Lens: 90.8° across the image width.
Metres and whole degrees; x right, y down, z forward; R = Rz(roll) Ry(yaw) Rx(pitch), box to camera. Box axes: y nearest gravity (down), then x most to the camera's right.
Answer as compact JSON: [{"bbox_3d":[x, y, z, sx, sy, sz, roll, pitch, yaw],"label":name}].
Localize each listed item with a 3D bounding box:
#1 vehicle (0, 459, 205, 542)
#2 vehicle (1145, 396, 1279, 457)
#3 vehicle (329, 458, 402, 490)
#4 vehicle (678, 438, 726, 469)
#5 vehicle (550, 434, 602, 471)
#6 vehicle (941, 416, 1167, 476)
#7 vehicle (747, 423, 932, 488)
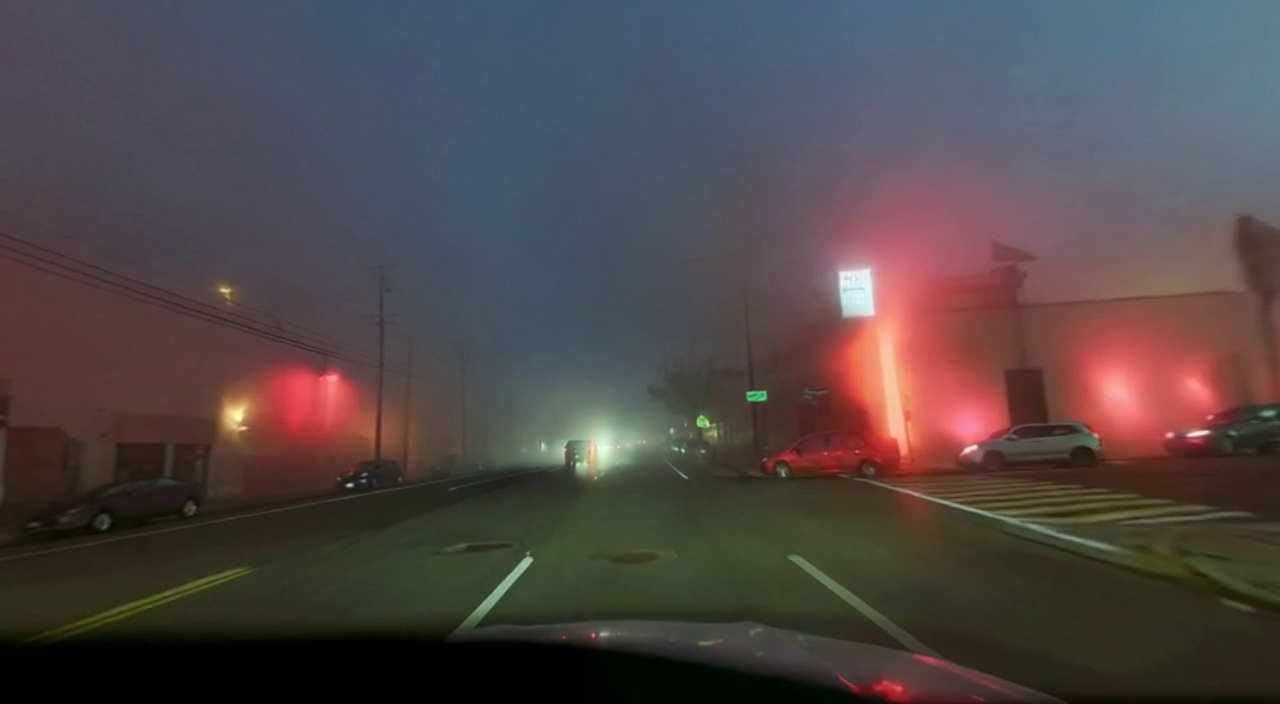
[{"bbox_3d":[-15.411,4.084,18.115,1.966,1.760,5.423,-1,-7,1],"label":"vehicle"},{"bbox_3d":[19.546,2.384,20.094,4.938,1.812,2.317,0,-8,0],"label":"vehicle"},{"bbox_3d":[-15.705,6.992,36.433,2.073,1.492,4.687,-1,-7,0],"label":"vehicle"},{"bbox_3d":[3.255,5.428,34.068,2.007,1.558,4.464,0,-8,-2],"label":"vehicle"},{"bbox_3d":[-3.432,5.469,34.731,2.348,1.831,4.737,0,-8,0],"label":"vehicle"},{"bbox_3d":[11.784,2.735,18.452,5.034,1.590,2.025,-2,-8,14],"label":"vehicle"},{"bbox_3d":[5.350,2.852,17.574,4.474,1.632,2.234,-1,-8,6],"label":"vehicle"}]
